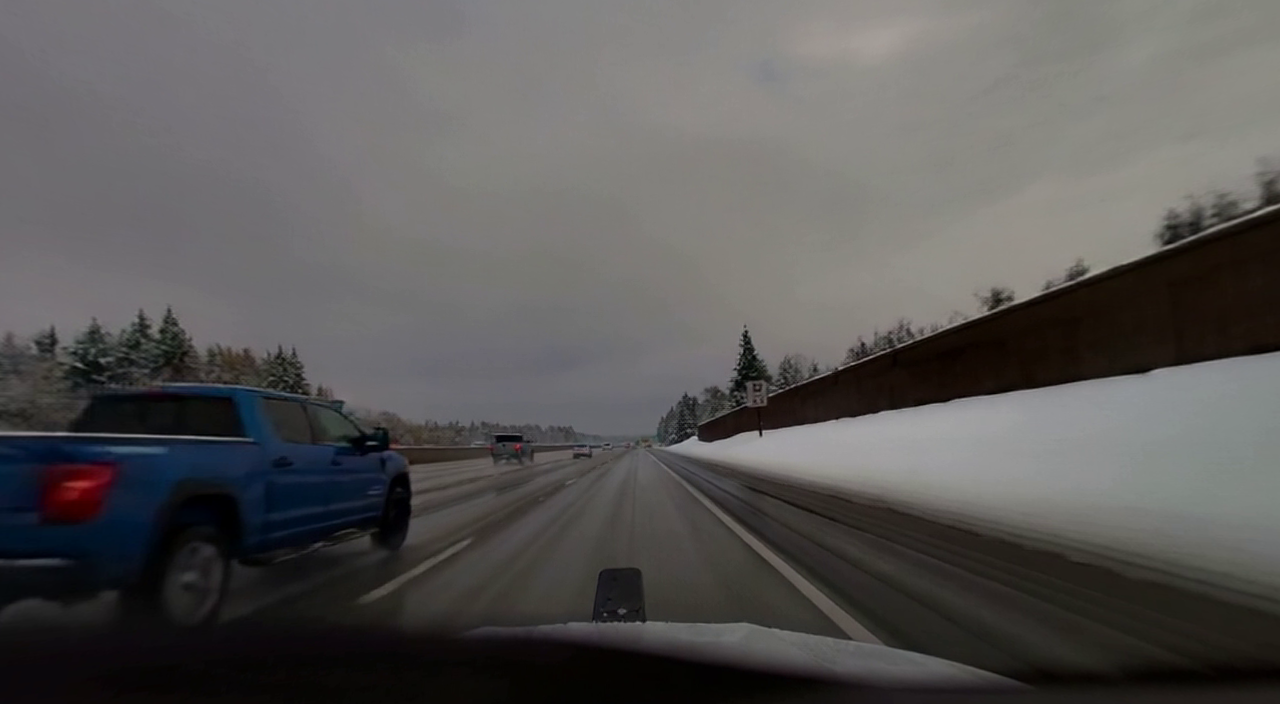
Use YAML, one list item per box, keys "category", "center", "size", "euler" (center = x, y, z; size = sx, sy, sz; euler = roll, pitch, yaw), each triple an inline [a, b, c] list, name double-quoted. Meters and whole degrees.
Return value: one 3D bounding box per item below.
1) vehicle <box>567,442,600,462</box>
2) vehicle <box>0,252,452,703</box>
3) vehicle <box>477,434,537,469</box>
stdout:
- category: "vehicle"
  center: [-4.259, 7.654, 48.260]
  size: [2.106, 1.452, 4.525]
  euler: [0, -8, 0]
- category: "vehicle"
  center: [-4.024, 1.096, 5.735]
  size: [2.604, 2.170, 6.271]
  euler: [0, -8, 1]
- category: "vehicle"
  center: [-8.011, 6.064, 38.732]
  size: [2.351, 1.922, 6.335]
  euler: [0, -8, 0]
